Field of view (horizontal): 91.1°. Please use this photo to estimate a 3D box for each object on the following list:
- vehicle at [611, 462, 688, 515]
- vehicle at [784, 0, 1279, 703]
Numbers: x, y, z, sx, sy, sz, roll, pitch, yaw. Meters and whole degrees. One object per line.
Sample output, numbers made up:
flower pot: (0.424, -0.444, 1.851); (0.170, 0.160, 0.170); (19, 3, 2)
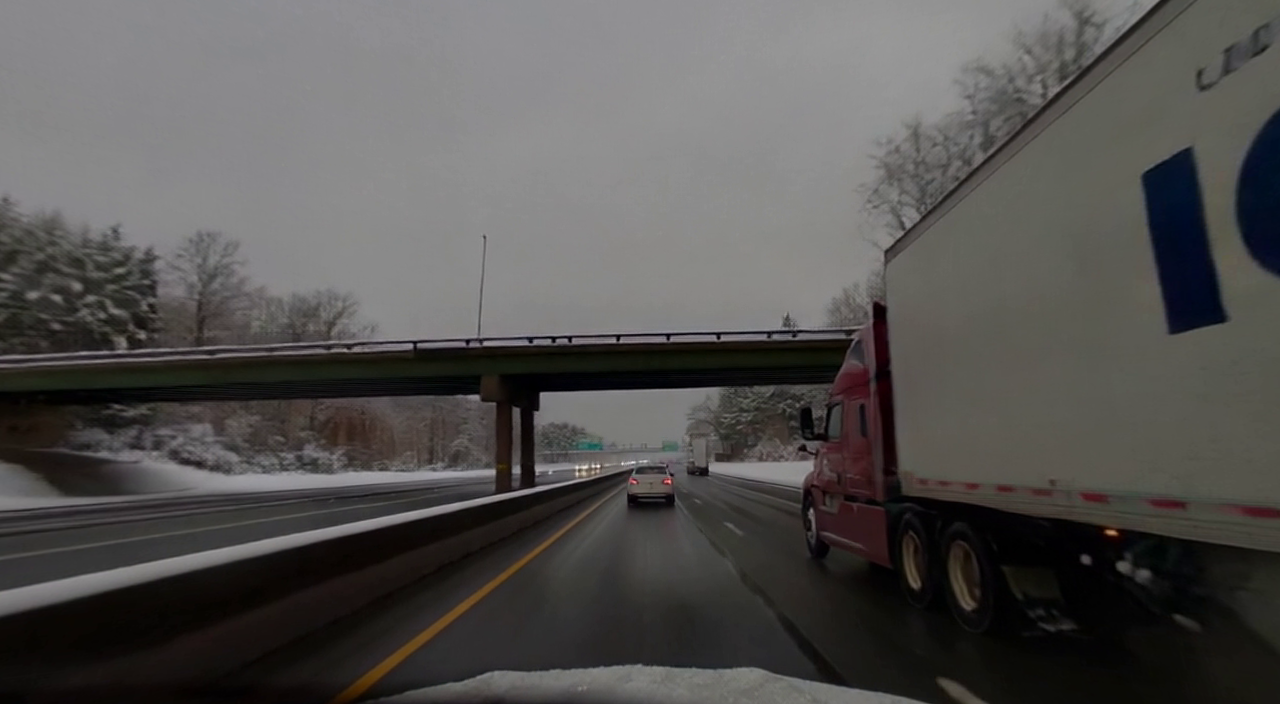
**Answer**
vehicle: (0.296, 4.213, 19.686); (2.156, 1.444, 3.762); (1, -10, 1)
vehicle: (4.420, 0.297, 4.189); (2.964, 4.188, 16.587); (1, -10, 0)
